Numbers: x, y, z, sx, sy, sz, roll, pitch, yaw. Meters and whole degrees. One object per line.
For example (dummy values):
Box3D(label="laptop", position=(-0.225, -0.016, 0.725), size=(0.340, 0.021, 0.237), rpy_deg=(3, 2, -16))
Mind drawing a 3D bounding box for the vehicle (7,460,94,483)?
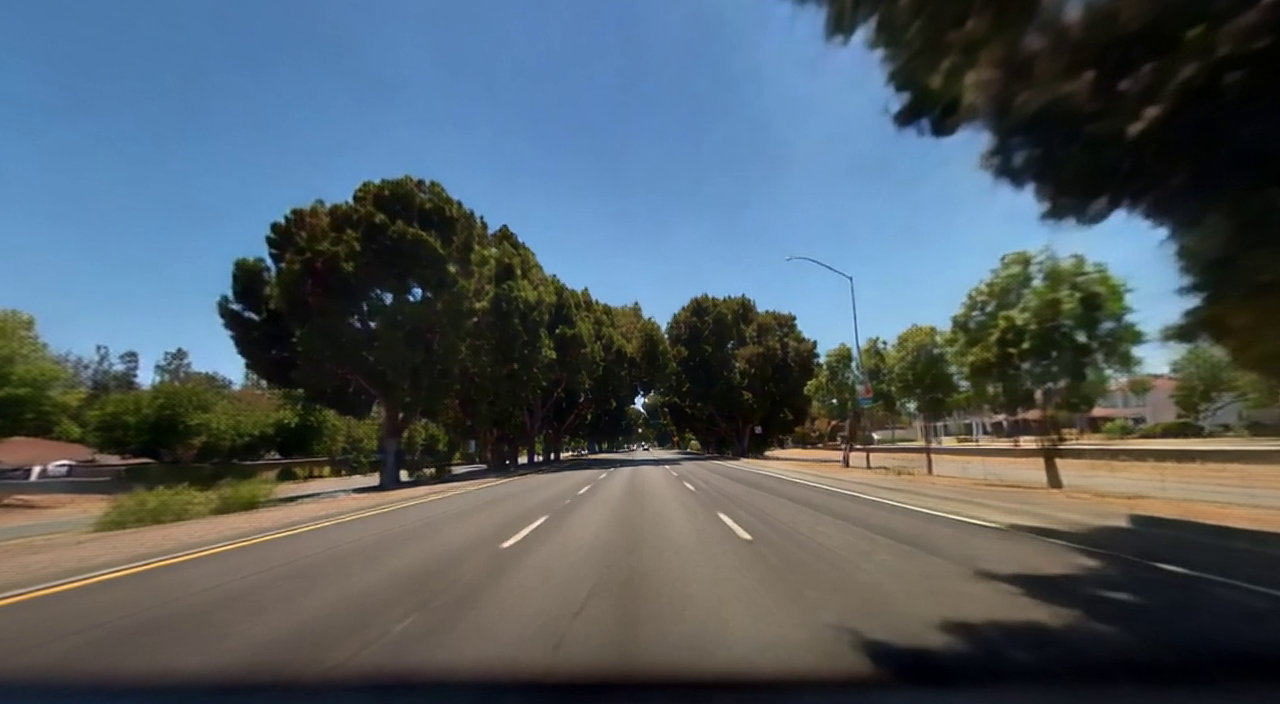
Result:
Box3D(label="vehicle", position=(-40.868, 8.271, 43.825), size=(1.802, 1.467, 4.412), rpy_deg=(0, -9, 0))
